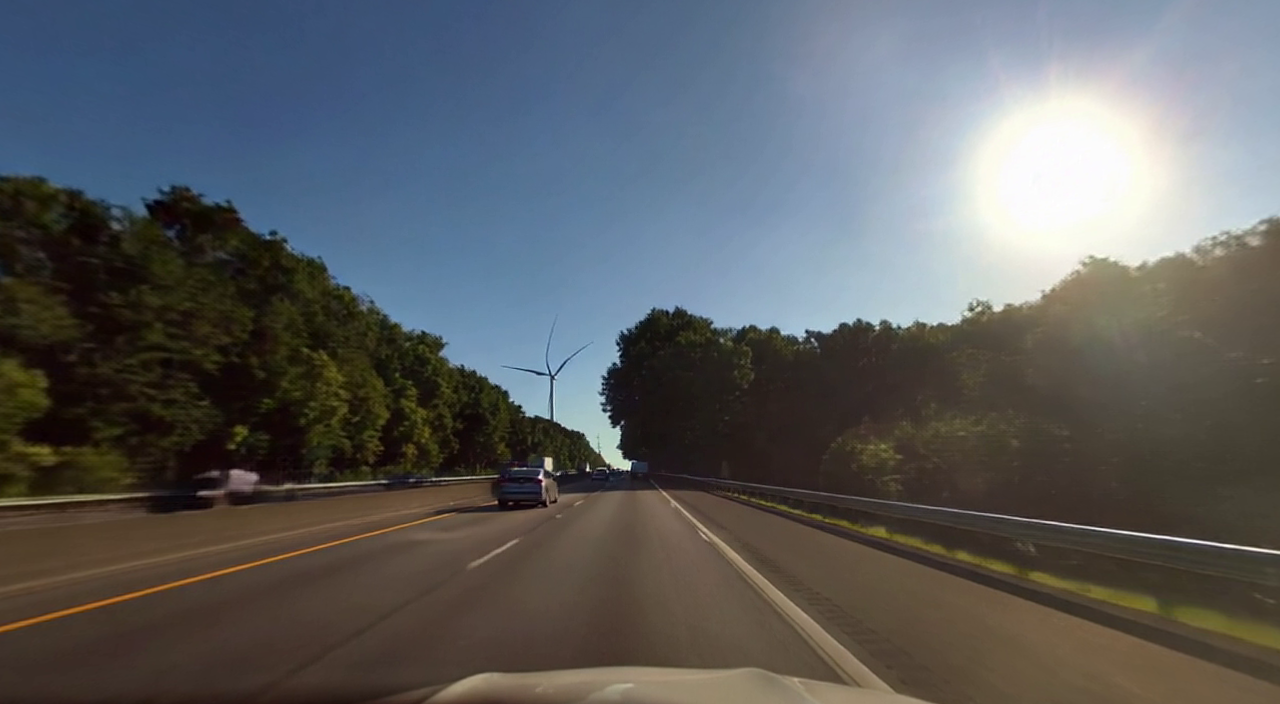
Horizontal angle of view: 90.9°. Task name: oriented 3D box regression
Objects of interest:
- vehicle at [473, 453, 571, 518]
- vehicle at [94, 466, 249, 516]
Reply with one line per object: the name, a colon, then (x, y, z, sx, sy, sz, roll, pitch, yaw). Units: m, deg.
vehicle: (-3.472, 4.069, 19.482, 2.124, 1.705, 4.440, 1, -11, 1)
vehicle: (-15.665, 4.654, 21.405, 1.909, 1.482, 4.236, 1, -11, 1)
